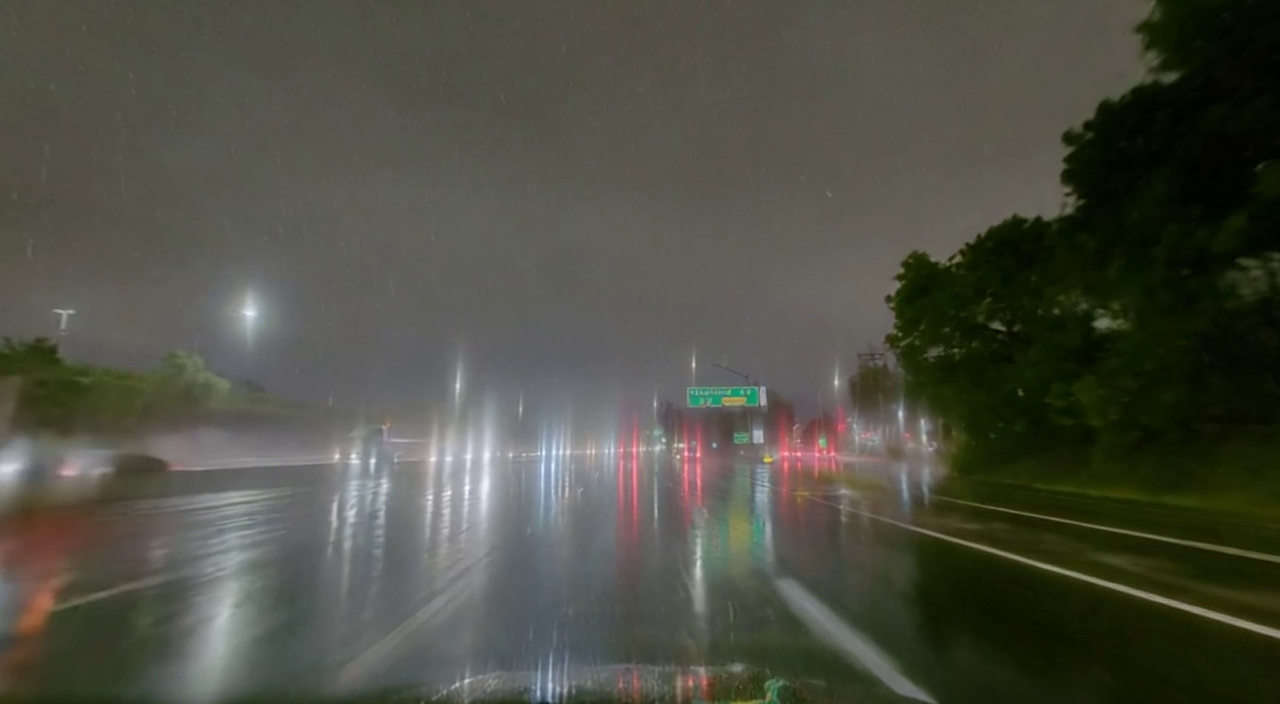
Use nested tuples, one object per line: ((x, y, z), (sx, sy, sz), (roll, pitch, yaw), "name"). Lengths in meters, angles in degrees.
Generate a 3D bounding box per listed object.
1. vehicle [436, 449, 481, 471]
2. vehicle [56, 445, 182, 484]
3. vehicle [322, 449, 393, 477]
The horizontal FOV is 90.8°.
((-13.264, 7.889, 46.366), (1.985, 1.447, 4.438), (0, -9, 0), "vehicle")
((-24.658, 5.301, 30.188), (1.911, 1.685, 4.614), (-1, -9, 3), "vehicle")
((-16.093, 6.339, 36.263), (1.929, 1.459, 4.504), (0, -9, 0), "vehicle")
